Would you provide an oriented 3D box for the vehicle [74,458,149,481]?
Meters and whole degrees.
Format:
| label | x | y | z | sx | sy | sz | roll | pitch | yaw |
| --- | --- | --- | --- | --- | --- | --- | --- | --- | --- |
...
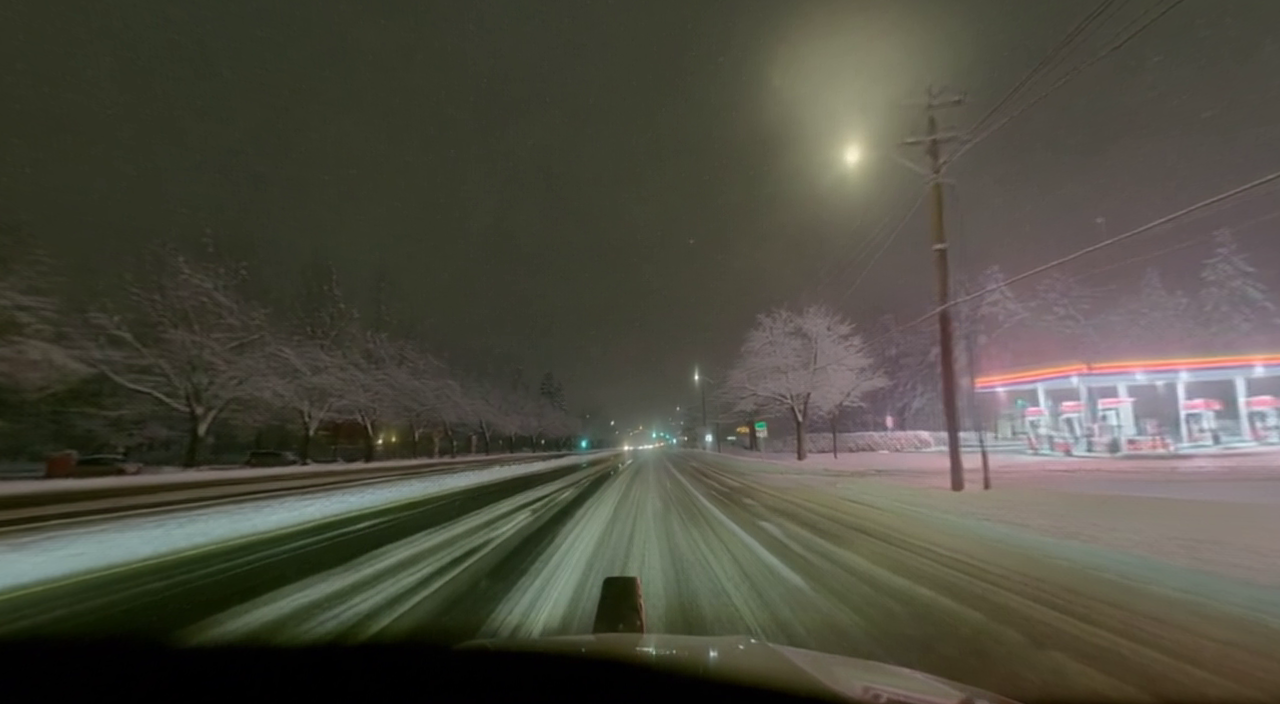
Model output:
| label | x | y | z | sx | sy | sz | roll | pitch | yaw |
| --- | --- | --- | --- | --- | --- | --- | --- | --- | --- |
| vehicle | -40.013 | 8.871 | 47.831 | 4.266 | 1.505 | 1.835 | -2 | -7 | 6 |
